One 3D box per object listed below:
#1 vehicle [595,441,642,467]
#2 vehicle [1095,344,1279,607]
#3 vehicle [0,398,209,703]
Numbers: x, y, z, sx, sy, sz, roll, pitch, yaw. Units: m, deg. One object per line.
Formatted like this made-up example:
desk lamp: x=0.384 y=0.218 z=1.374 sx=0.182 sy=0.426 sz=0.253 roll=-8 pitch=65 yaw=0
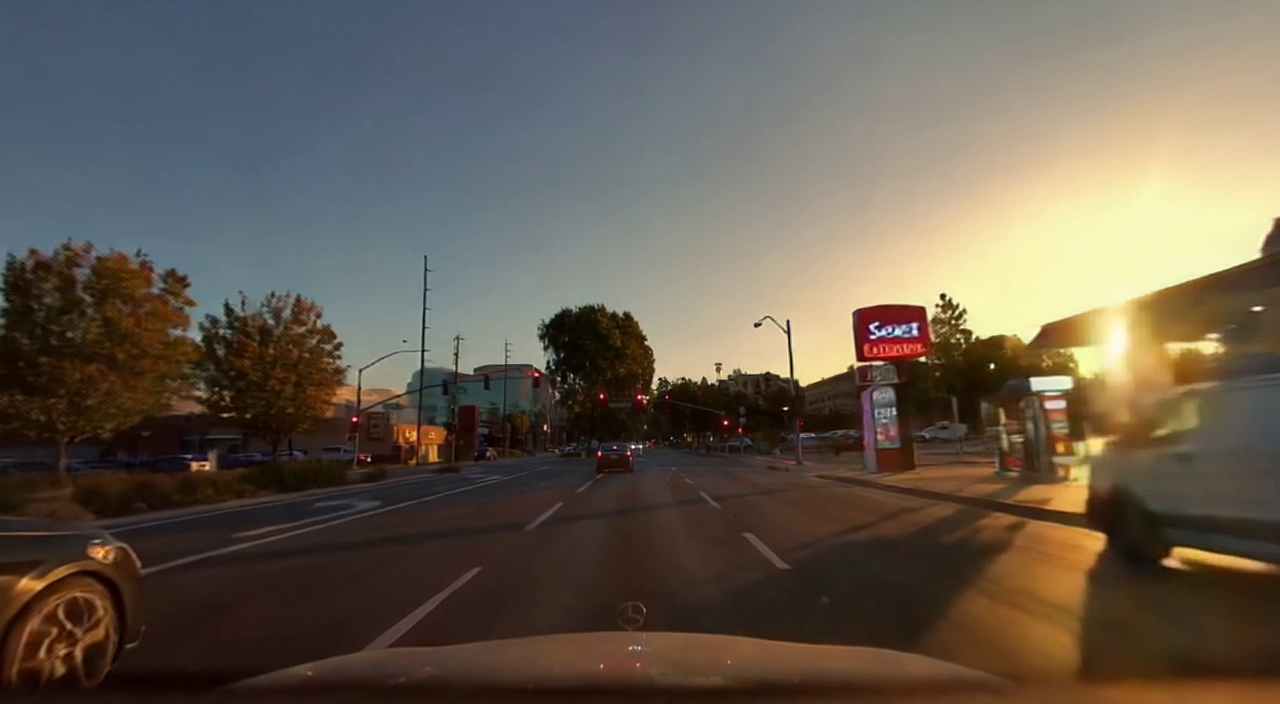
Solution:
vehicle: x=-1.203 y=6.181 z=38.339 sx=2.082 sy=1.460 sz=4.442 roll=-1 pitch=-9 yaw=8
vehicle: x=7.105 y=0.936 z=4.531 sx=2.764 sy=2.327 sz=6.492 roll=0 pitch=-8 yaw=0
vehicle: x=-3.462 y=0.758 z=1.309 sx=2.018 sy=1.470 sz=4.346 roll=0 pitch=-8 yaw=0
